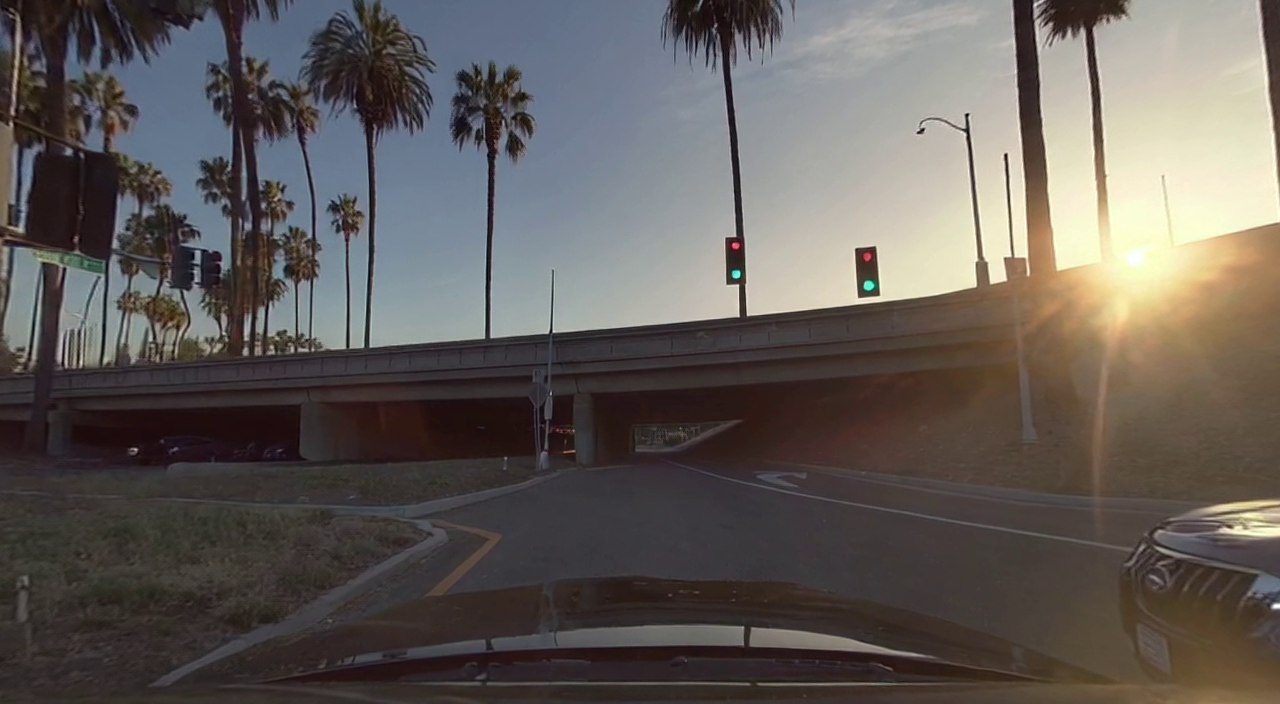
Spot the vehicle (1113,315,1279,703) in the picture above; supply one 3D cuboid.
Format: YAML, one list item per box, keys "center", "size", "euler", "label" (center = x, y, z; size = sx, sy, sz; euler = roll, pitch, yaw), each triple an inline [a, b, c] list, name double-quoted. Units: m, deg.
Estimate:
- center: [3.445, 0.508, 0.774]
  size: [2.028, 1.770, 4.737]
  euler: [0, -9, 0]
  label: "vehicle"

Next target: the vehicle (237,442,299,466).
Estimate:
- center: [-26.287, 7.193, 44.613]
  size: [1.941, 1.631, 4.017]
  euler: [0, -9, 0]
  label: "vehicle"

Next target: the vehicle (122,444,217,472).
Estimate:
- center: [-26.573, 5.983, 35.768]
  size: [1.830, 1.443, 4.551]
  euler: [0, -9, 1]
  label: "vehicle"
